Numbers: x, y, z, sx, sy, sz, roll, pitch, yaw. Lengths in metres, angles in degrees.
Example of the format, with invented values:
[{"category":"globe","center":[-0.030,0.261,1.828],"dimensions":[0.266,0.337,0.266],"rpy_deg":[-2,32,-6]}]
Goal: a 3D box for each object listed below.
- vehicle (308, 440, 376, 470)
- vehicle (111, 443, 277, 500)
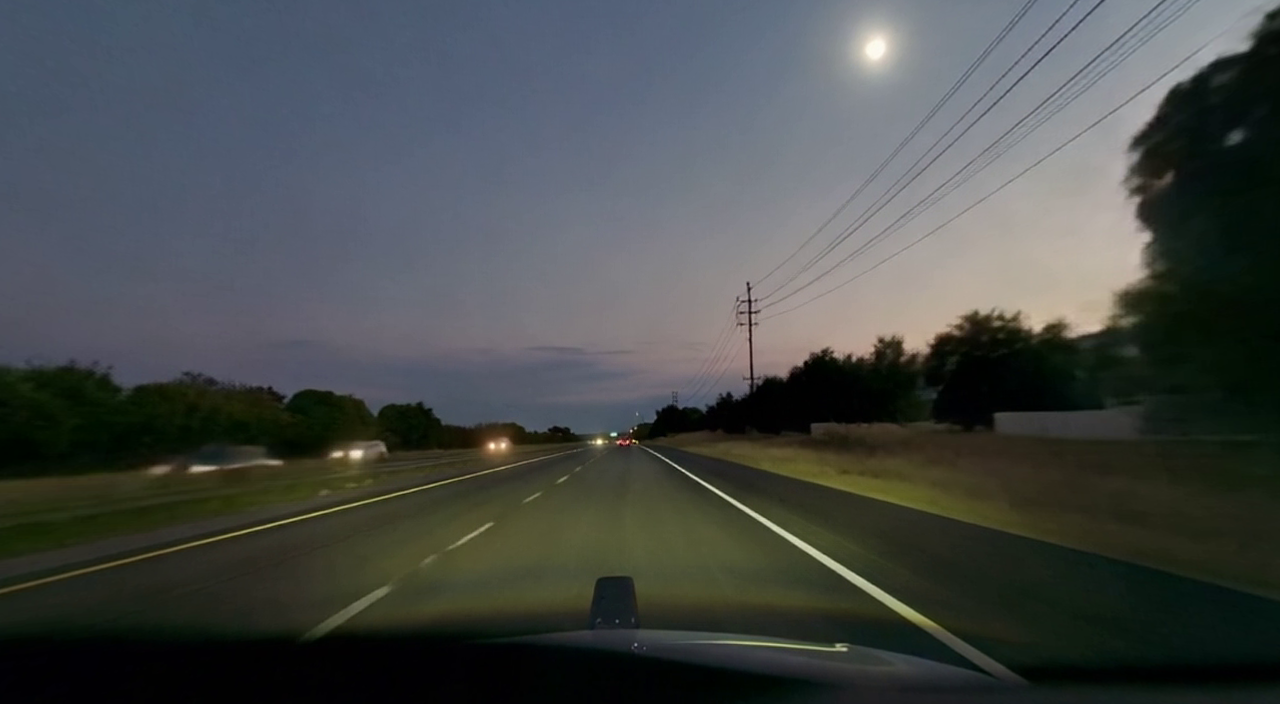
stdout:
[{"category":"vehicle","center":[-17.456,6.015,37.140],"dimensions":[1.962,1.590,4.258],"rpy_deg":[-1,-8,-1]},{"category":"vehicle","center":[-12.953,3.444,18.691],"dimensions":[1.817,1.451,4.292],"rpy_deg":[0,-8,-1]}]
